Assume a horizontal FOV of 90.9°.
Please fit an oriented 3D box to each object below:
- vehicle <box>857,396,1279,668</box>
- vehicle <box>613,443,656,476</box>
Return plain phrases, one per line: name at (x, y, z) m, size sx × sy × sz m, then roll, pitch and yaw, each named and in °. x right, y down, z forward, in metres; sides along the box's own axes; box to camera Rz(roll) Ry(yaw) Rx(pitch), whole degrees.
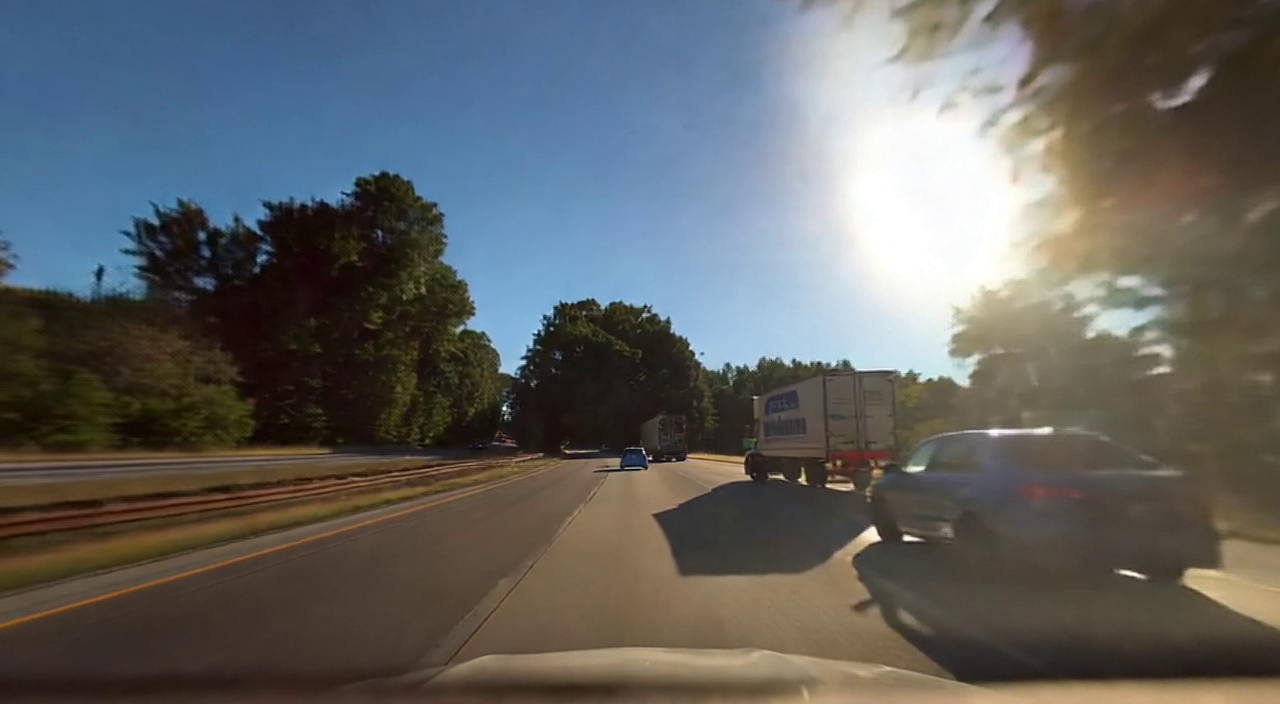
vehicle at (3.947, 1.417, 6.107) m, size 1.977 × 1.599 × 4.605 m, roll 0°, pitch -9°, yaw -1°
vehicle at (-0.323, 5.114, 30.074) m, size 1.913 × 1.460 × 3.610 m, roll 0°, pitch -9°, yaw -2°
